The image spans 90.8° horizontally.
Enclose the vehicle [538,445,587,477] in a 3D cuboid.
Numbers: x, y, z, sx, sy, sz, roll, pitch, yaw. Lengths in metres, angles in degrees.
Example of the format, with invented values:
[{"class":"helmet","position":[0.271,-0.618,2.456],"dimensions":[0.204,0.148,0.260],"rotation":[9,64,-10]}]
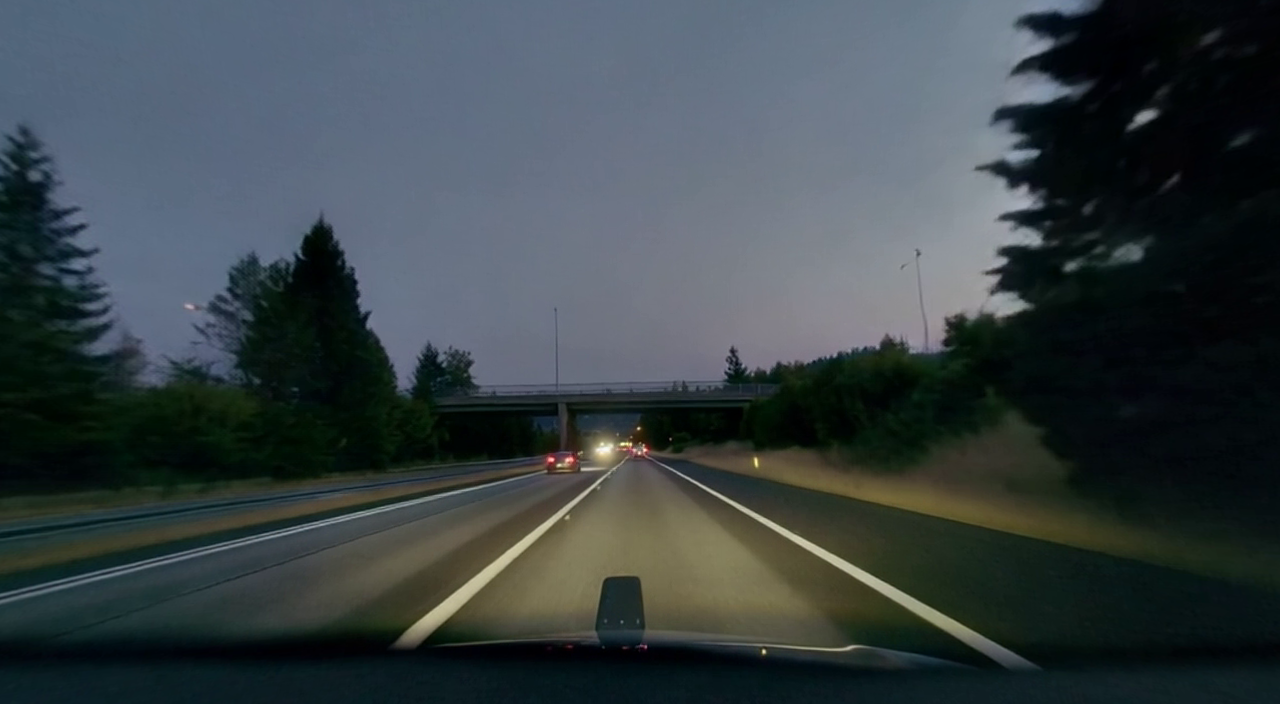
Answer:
[{"class":"vehicle","position":[-4.176,5.917,34.601],"dimensions":[2.076,1.637,4.526],"rotation":[0,-9,0]}]
